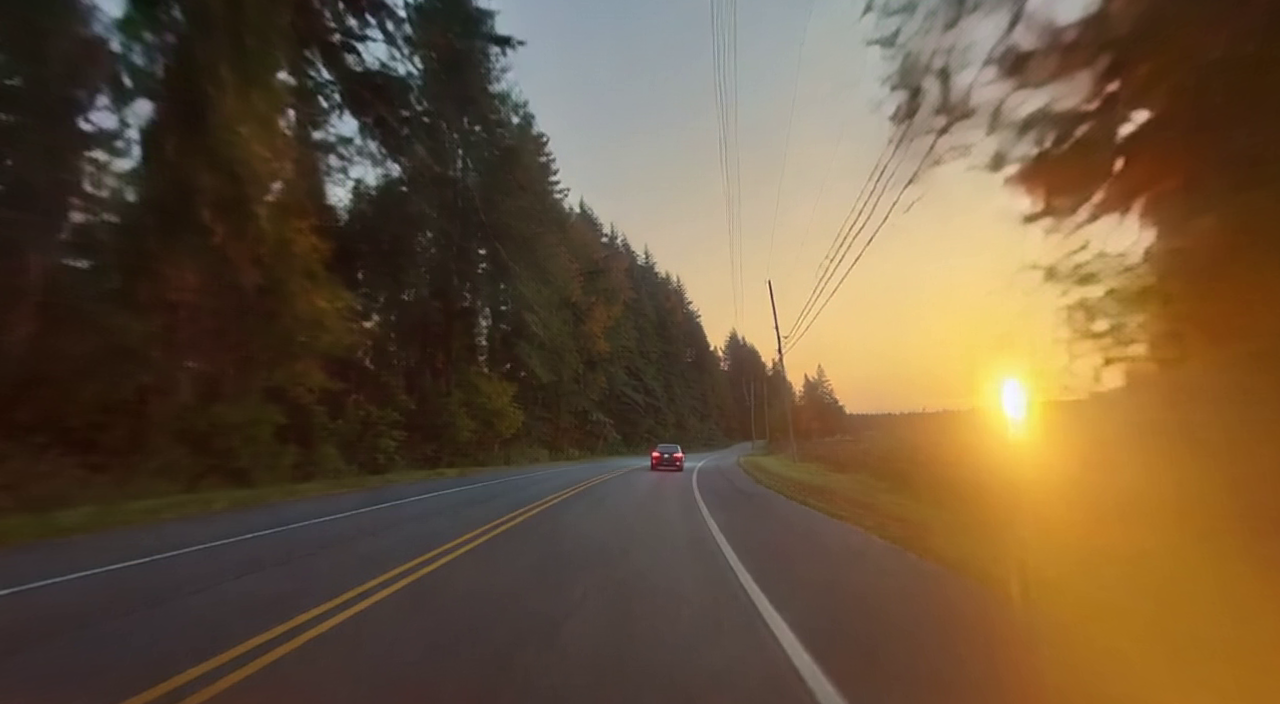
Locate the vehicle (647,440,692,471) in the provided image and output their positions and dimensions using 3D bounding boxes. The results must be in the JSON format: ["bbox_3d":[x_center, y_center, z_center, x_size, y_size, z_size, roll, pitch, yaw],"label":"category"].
[{"bbox_3d":[1.584,5.312,32.609,2.059,1.524,3.963,-1,-8,6],"label":"vehicle"}]
